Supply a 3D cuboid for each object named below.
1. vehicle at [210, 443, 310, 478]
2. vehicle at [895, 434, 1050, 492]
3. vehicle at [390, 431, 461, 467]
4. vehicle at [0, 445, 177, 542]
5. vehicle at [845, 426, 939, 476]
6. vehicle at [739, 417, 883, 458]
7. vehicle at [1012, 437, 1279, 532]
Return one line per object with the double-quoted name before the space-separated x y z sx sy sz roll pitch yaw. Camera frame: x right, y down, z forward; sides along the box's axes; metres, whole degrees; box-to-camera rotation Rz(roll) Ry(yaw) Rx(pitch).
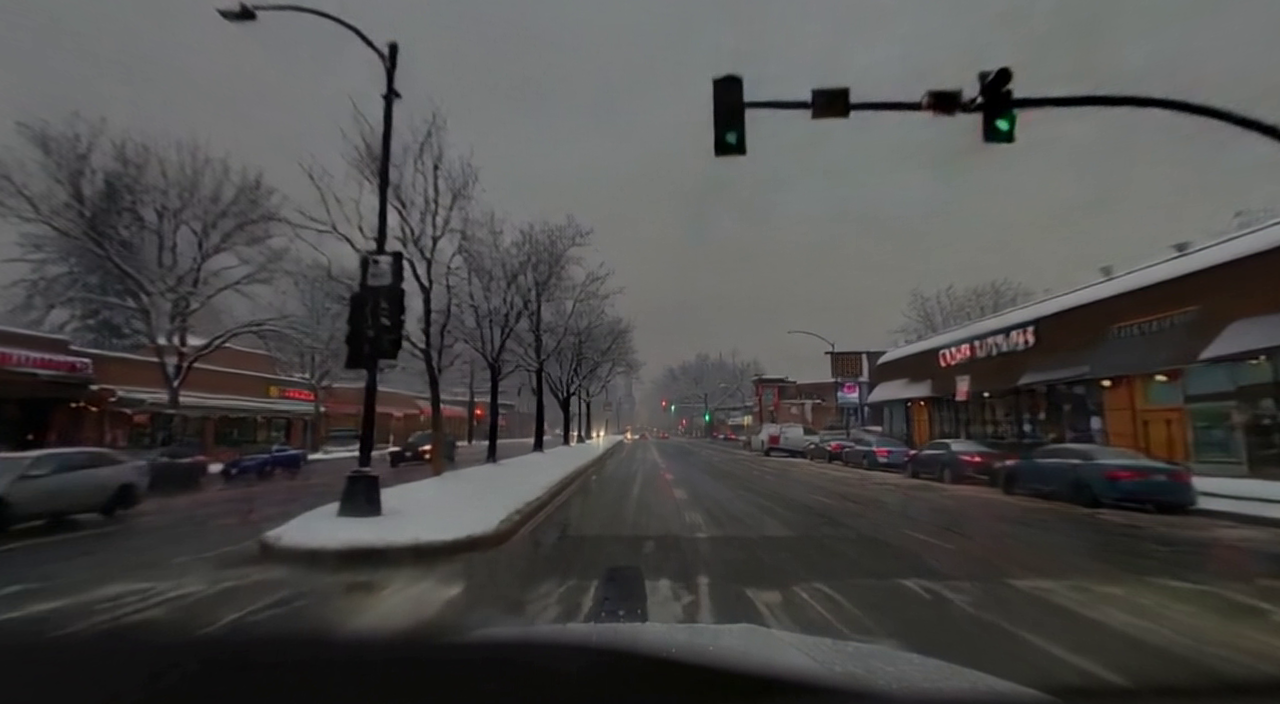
"vehicle" -18.036 5.147 30.262 1.951 1.524 4.409 0 -9 1
"vehicle" 9.781 3.296 19.143 1.913 1.492 4.787 0 -9 -3
"vehicle" -11.013 5.009 32.797 2.027 1.722 4.471 0 -8 0
"vehicle" -10.977 2.417 11.233 1.943 1.501 4.626 0 -8 0
"vehicle" 9.926 3.928 25.294 1.925 1.808 4.255 0 -9 0
"vehicle" 9.819 5.177 37.510 6.229 2.004 6.552 -1 -9 -6
"vehicle" 9.677 2.454 12.402 1.948 1.483 4.645 0 -8 1
